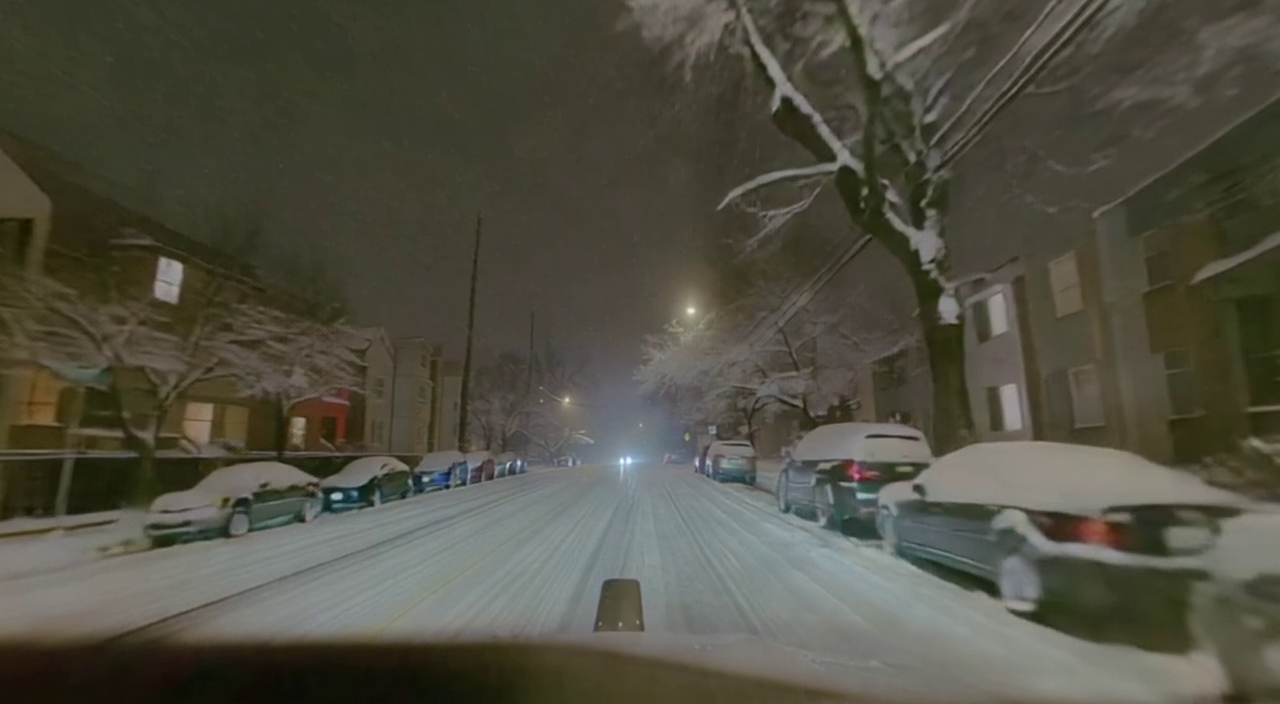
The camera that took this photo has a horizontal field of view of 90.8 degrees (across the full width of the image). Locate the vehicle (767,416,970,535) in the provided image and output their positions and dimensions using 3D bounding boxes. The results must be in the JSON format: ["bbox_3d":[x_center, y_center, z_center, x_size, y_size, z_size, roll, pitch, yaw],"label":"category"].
[{"bbox_3d":[3.982,2.246,12.059,2.040,1.801,4.569,0,-8,-1],"label":"vehicle"}]

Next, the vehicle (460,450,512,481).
[{"bbox_3d":[-9.052,6.676,37.381,1.884,1.526,4.061,-5,-9,1],"label":"vehicle"}]

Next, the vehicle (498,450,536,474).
[{"bbox_3d":[-8.953,8.051,46.308,2.000,1.495,4.687,-3,-8,-2],"label":"vehicle"}]

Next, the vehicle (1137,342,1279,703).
[{"bbox_3d":[3.751,0.580,0.823,2.225,1.759,4.817,0,-9,0],"label":"vehicle"}]

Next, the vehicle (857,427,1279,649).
[{"bbox_3d":[4.015,1.596,6.544,1.875,1.495,4.242,0,-9,-2],"label":"vehicle"}]

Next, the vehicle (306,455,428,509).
[{"bbox_3d":[-8.950,4.260,21.228,1.948,1.508,4.656,-1,-9,1],"label":"vehicle"}]

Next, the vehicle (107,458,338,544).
[{"bbox_3d":[-9.142,3.259,14.490,2.208,1.508,4.590,0,-9,-1],"label":"vehicle"}]

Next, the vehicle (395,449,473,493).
[{"bbox_3d":[-9.104,5.252,28.290,2.051,1.657,4.322,-3,-9,-1],"label":"vehicle"}]

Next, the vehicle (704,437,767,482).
[{"bbox_3d":[3.967,4.537,26.954,2.155,1.747,4.311,-1,-9,2],"label":"vehicle"}]
